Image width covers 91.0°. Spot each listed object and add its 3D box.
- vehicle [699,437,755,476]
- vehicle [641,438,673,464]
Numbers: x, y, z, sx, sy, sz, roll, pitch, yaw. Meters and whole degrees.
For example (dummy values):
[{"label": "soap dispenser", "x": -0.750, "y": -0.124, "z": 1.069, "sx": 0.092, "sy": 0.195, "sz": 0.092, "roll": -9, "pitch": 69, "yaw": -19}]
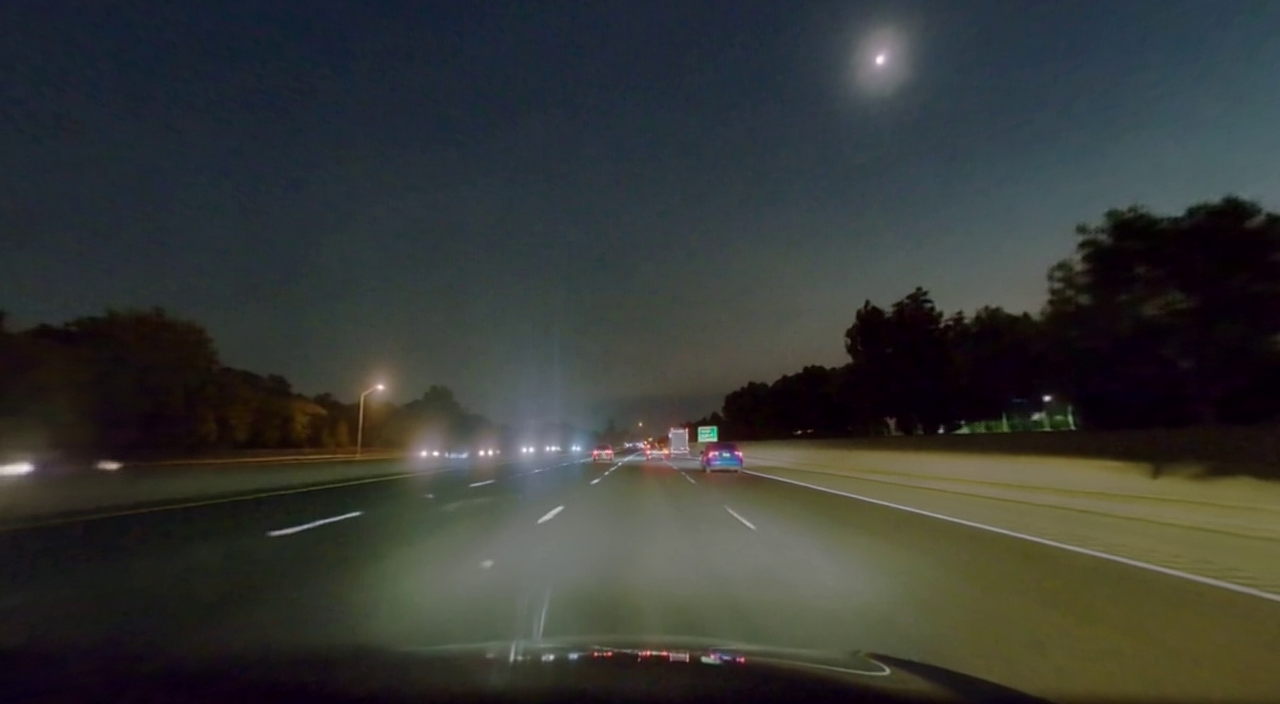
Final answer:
[{"label": "vehicle", "x": 4.079, "y": 4.972, "z": 30.143, "sx": 2.082, "sy": 1.720, "sz": 4.393, "roll": 0, "pitch": -9, "yaw": 0}, {"label": "vehicle", "x": 1.214, "y": 7.378, "z": 46.933, "sx": 2.205, "sy": 1.785, "sz": 4.423, "roll": 0, "pitch": -9, "yaw": 0}]
